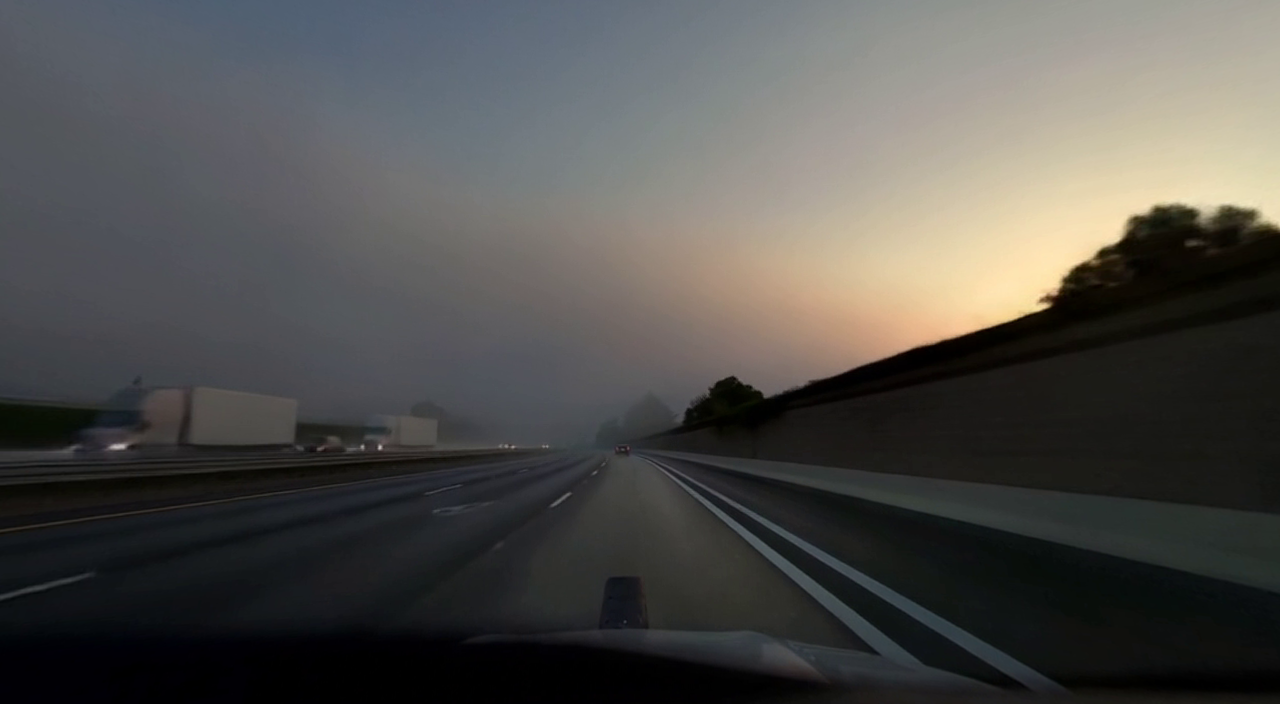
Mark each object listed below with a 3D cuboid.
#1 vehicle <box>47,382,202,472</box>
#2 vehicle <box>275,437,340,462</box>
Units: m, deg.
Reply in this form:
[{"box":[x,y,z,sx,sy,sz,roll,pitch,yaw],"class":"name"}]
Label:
[{"box":[-25.470,3.794,31.371,3.368,4.102,4.839,0,-8,-1],"class":"vehicle"},{"box":[-21.365,6.292,40.510,1.844,1.525,4.466,0,-9,-1],"class":"vehicle"}]
